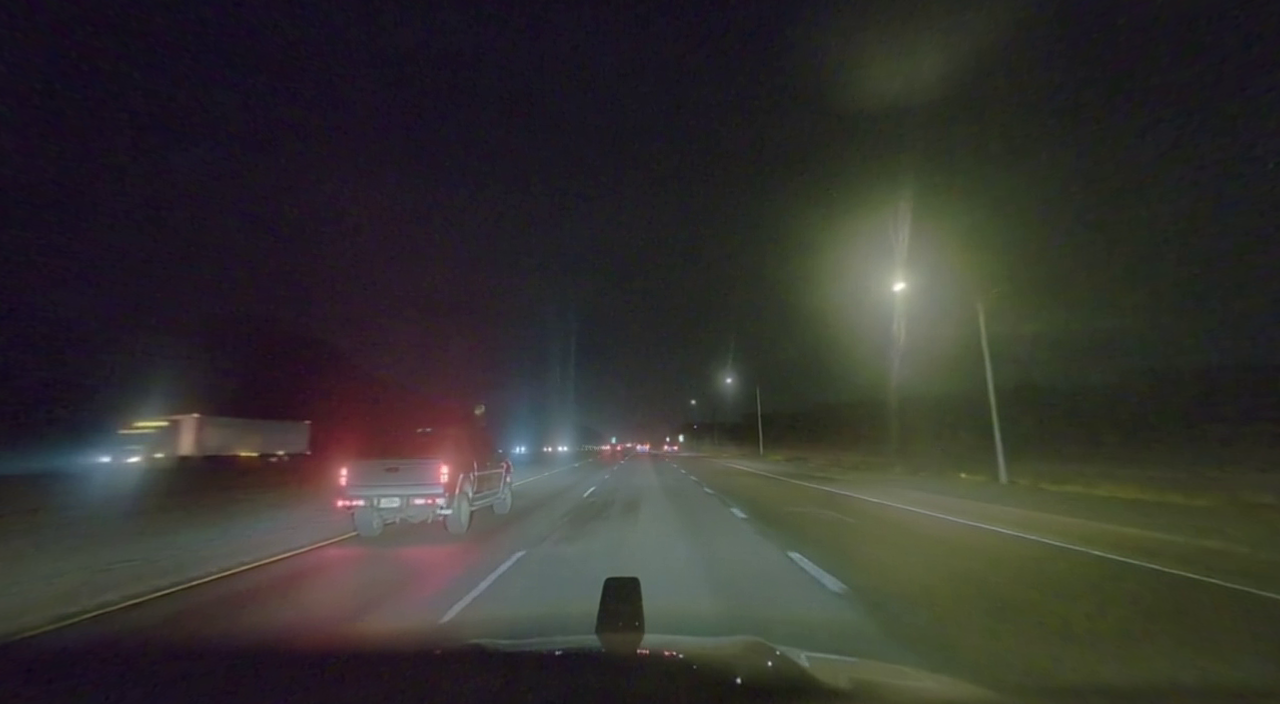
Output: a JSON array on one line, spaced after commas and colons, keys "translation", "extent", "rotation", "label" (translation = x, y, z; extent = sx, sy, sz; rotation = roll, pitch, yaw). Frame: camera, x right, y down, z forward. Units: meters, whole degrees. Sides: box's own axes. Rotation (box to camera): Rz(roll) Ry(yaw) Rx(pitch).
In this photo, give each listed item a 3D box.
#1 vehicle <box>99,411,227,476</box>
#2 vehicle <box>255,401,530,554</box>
[{"translation": [-32.159, 6.219, 42.933], "extent": [3.210, 4.059, 6.683], "rotation": [0, -8, 1], "label": "vehicle"}, {"translation": [-3.625, 1.992, 10.798], "extent": [2.379, 1.918, 5.504], "rotation": [0, -8, 1], "label": "vehicle"}]
